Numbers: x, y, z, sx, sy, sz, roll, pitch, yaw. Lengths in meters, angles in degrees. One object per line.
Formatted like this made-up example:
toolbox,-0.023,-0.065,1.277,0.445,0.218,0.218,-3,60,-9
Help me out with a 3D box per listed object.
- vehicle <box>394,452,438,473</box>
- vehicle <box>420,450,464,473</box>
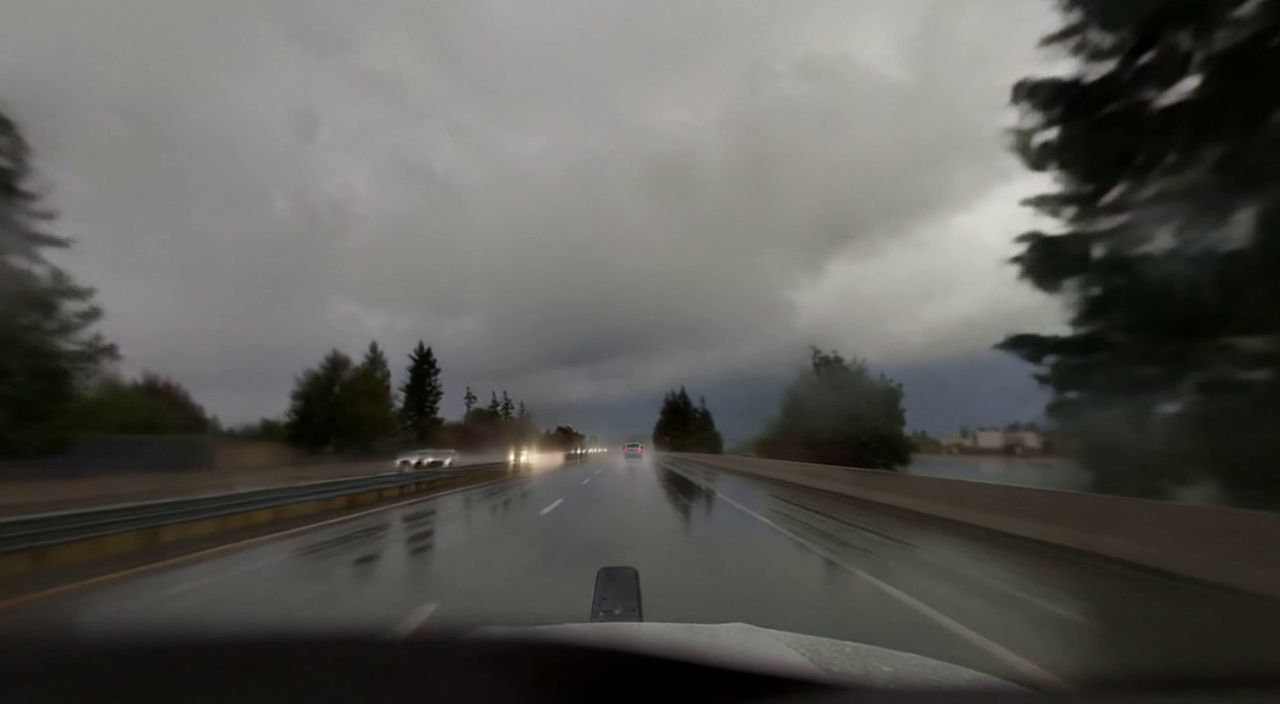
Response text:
vehicle,-17.510,8.643,49.161,1.821,1.481,4.435,0,-9,-1
vehicle,-13.335,7.360,42.375,1.632,1.496,4.240,0,-9,-1
